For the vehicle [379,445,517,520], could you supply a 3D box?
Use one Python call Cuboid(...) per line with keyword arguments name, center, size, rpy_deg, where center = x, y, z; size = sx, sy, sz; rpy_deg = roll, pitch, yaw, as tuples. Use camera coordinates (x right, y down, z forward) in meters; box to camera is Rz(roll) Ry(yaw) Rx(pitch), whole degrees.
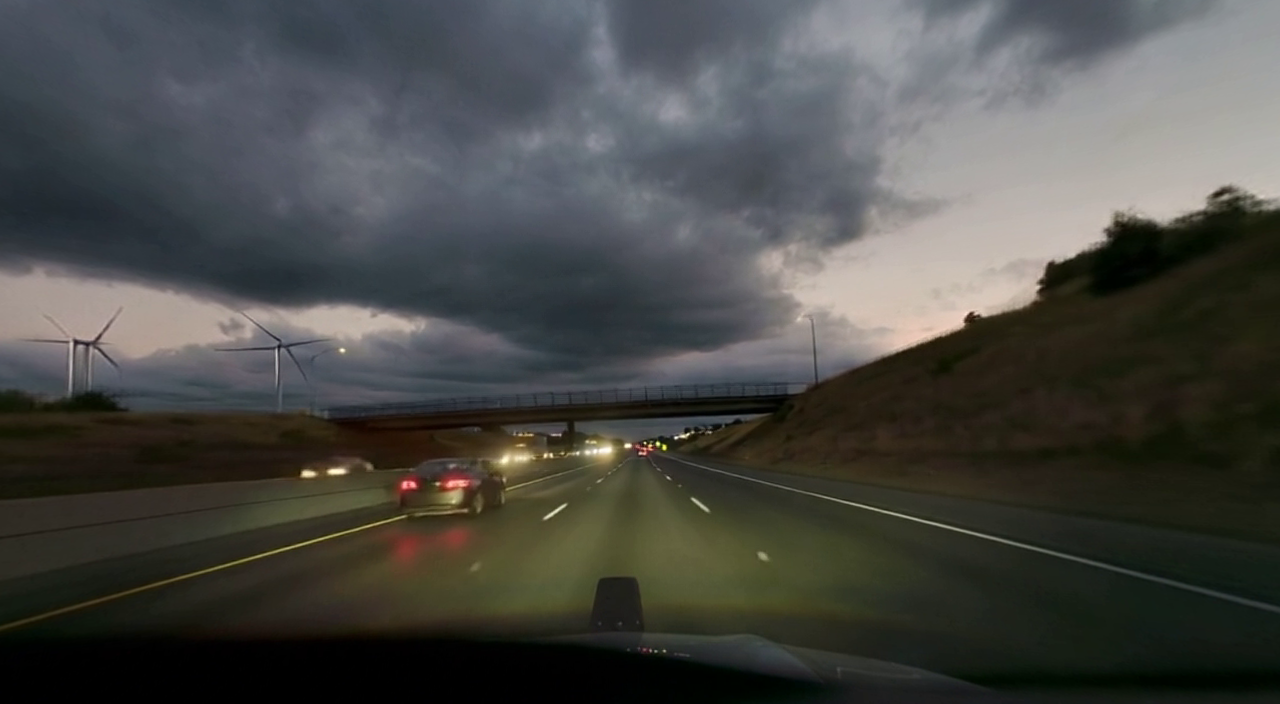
Cuboid(name="vehicle", center=(-4.286, 2.964, 14.838), size=(1.921, 1.481, 4.120), rpy_deg=(0, -9, 0))
